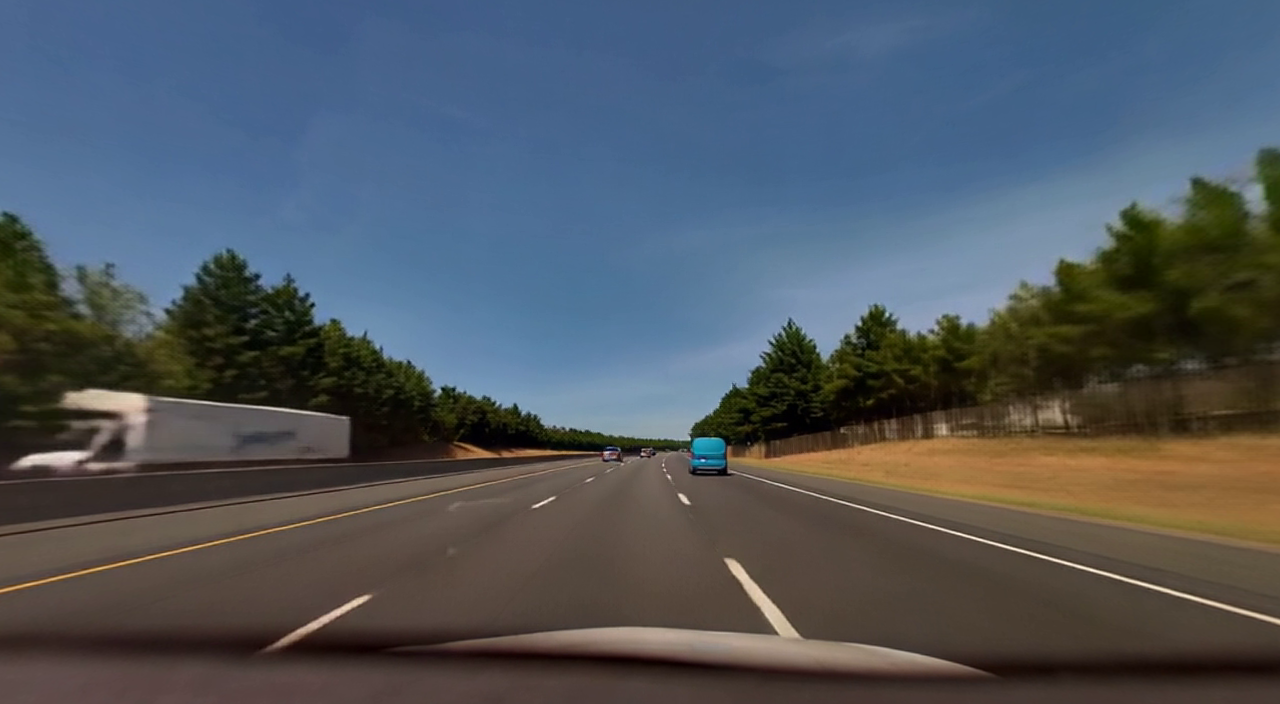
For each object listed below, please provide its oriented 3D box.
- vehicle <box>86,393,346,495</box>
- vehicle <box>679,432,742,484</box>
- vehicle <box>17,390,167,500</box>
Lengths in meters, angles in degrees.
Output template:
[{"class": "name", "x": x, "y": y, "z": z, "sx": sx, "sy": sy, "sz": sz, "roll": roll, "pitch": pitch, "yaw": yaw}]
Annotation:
[{"class": "vehicle", "x": -19.987, "y": 4.723, "z": 31.923, "sx": 2.877, "sy": 3.982, "sz": 14.343, "roll": 0, "pitch": -9, "yaw": 1}, {"class": "vehicle", "x": 2.936, "y": 4.575, "z": 27.363, "sx": 2.219, "sy": 2.033, "sz": 4.911, "roll": 0, "pitch": -9, "yaw": 1}, {"class": "vehicle", "x": -20.202, "y": 3.448, "z": 23.417, "sx": 2.917, "sy": 3.843, "sz": 2.501, "roll": 0, "pitch": -9, "yaw": 1}]
